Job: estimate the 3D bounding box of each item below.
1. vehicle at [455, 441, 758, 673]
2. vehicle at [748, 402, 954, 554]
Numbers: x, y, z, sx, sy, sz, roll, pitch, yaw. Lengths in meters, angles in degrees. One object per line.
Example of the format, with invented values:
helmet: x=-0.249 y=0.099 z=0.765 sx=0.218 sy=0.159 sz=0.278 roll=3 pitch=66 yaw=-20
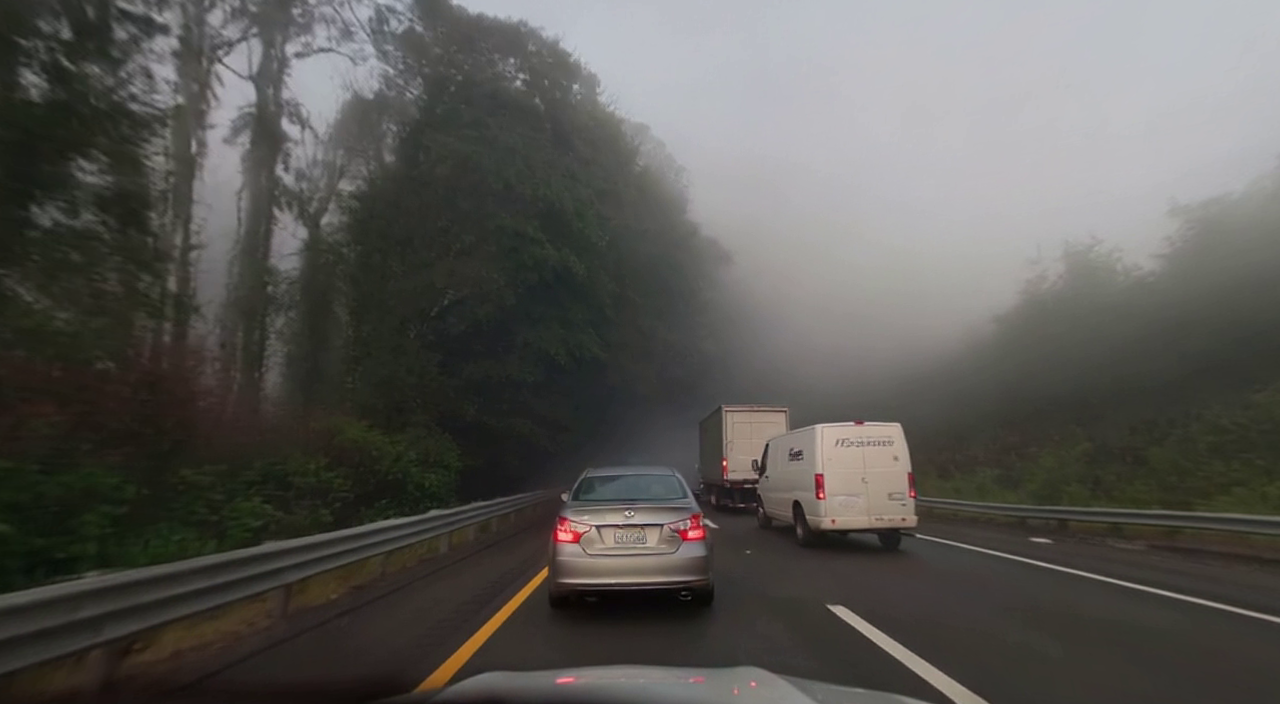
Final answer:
vehicle: x=-0.253 y=1.679 z=5.934 sx=1.980 sy=1.493 sz=3.410 roll=1 pitch=-11 yaw=-1
vehicle: x=4.030 y=2.624 z=13.394 sx=2.328 sy=2.537 sz=5.290 roll=1 pitch=-11 yaw=-2
